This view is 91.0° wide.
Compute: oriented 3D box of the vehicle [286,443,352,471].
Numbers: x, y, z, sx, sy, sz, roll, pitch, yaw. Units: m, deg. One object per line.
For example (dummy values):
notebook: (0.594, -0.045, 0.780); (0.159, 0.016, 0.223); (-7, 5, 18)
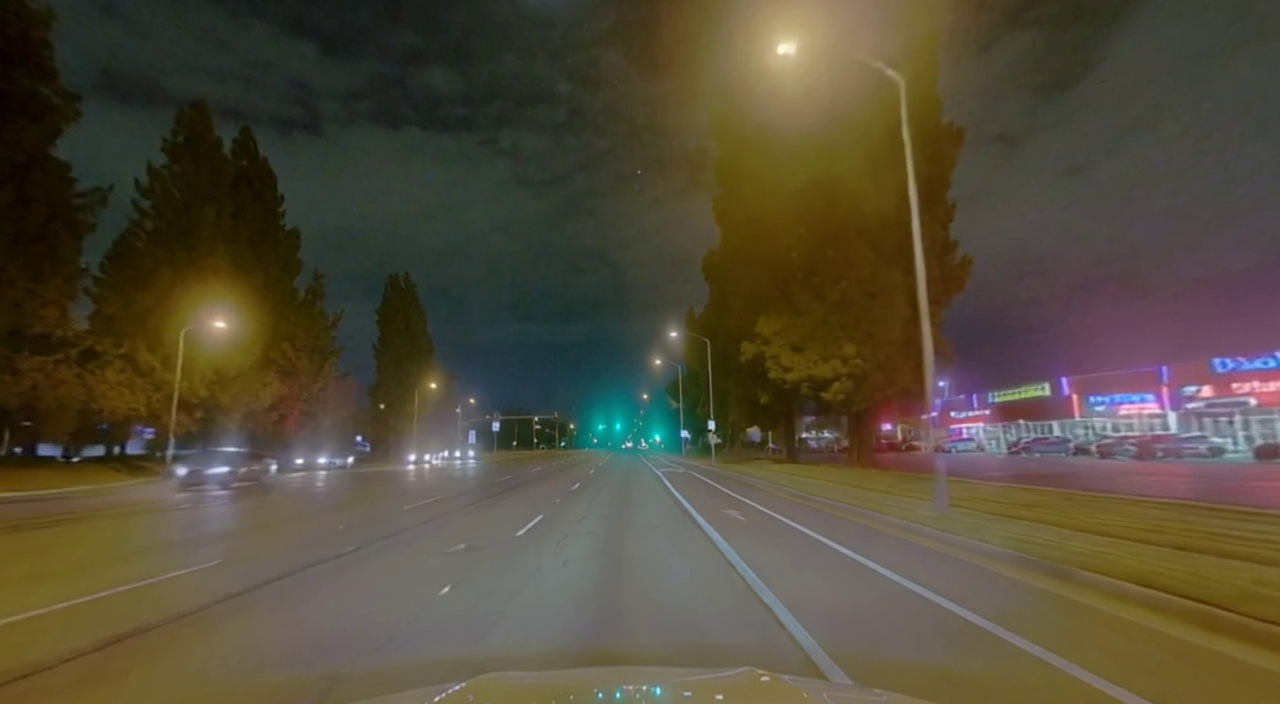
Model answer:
vehicle: (-20.806, 6.800, 41.026); (1.963, 1.694, 4.535); (0, -9, -1)

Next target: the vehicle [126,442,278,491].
vehicle: (-14.488, 3.784, 21.216); (1.907, 1.469, 4.441); (0, -9, 0)

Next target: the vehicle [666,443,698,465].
vehicle: (3.146, 7.733, 47.810); (1.992, 1.513, 4.683); (1, -8, -1)
